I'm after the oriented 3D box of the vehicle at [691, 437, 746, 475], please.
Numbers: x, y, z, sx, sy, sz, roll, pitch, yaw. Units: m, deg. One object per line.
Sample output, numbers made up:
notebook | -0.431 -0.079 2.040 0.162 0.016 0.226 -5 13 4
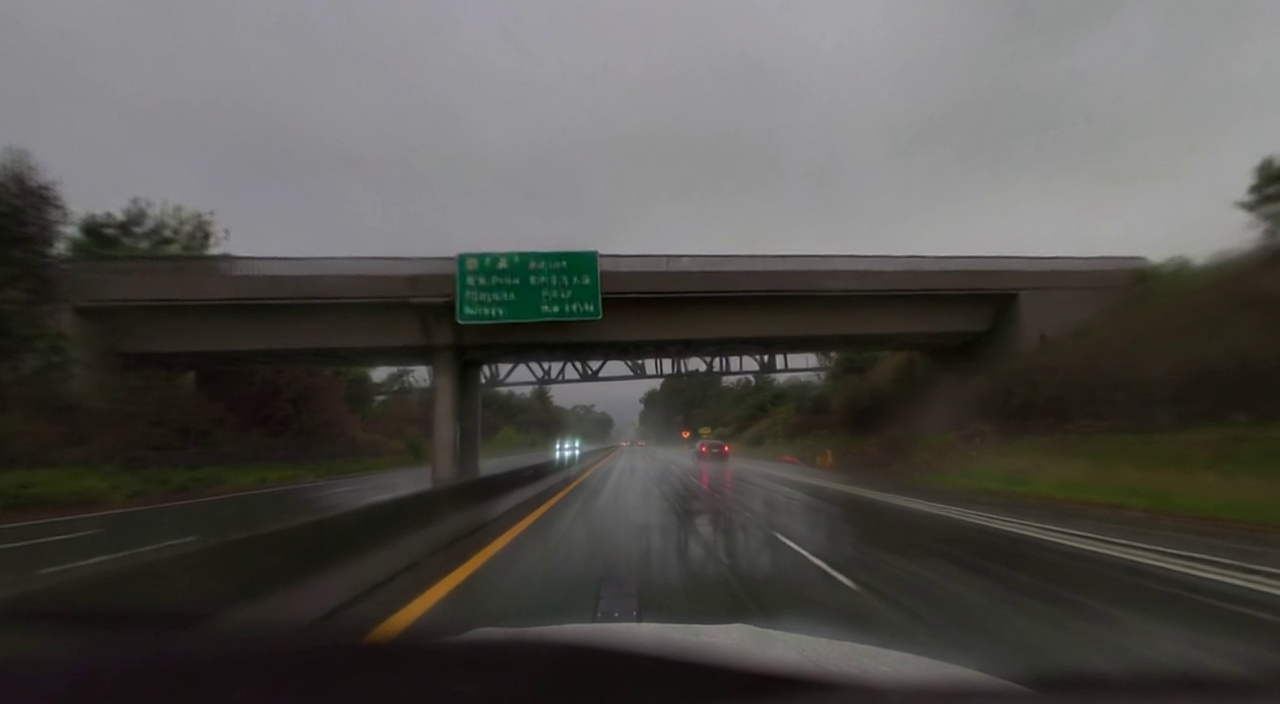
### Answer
vehicle | 3.276 4.397 26.914 1.781 1.470 3.540 0 -8 -2
